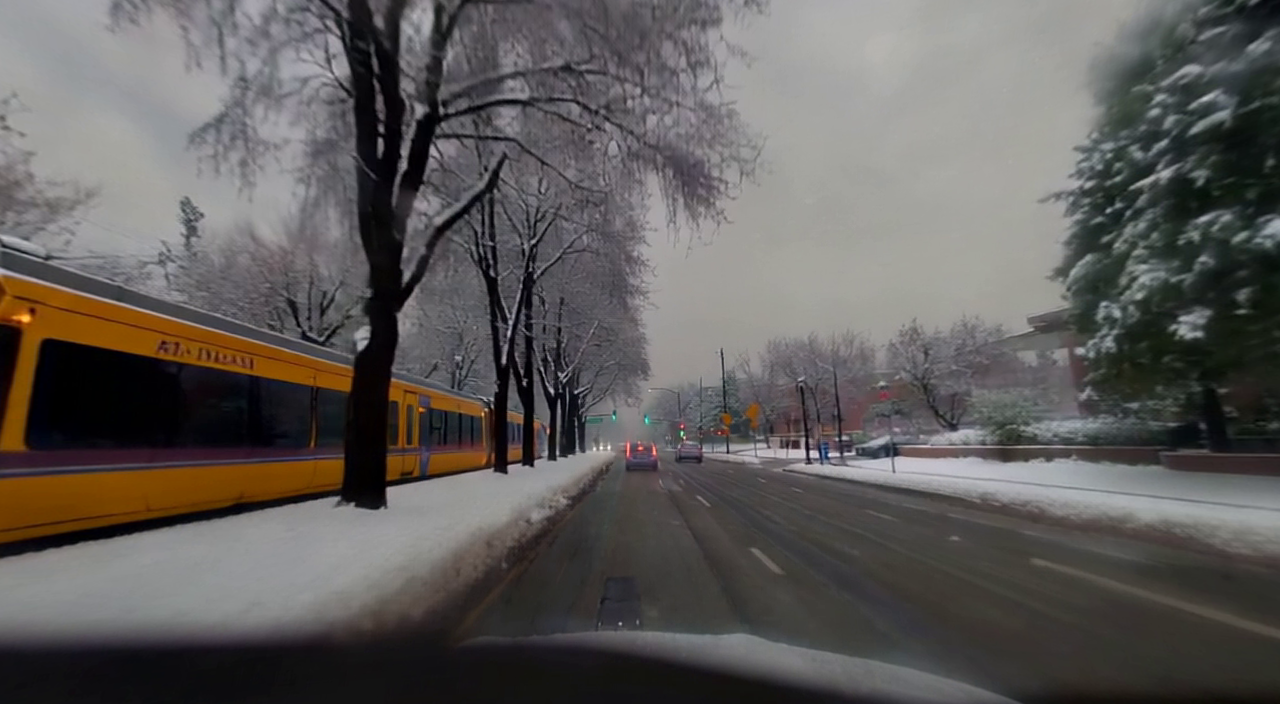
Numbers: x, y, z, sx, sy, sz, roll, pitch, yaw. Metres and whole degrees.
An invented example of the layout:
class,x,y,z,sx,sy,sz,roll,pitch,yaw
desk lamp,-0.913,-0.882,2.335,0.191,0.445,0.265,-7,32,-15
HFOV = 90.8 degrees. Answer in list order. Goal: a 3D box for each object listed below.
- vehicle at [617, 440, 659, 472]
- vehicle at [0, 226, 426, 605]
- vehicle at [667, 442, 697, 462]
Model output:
class,x,y,z,sx,sy,sz,roll,pitch,yaw
vehicle,-0.098,5.248,32.139,2.002,1.471,4.337,0,-8,0
vehicle,-7.779,1.307,11.876,2.897,3.700,13.528,0,-7,0
vehicle,3.090,7.544,47.722,1.944,1.447,4.392,0,-8,0
